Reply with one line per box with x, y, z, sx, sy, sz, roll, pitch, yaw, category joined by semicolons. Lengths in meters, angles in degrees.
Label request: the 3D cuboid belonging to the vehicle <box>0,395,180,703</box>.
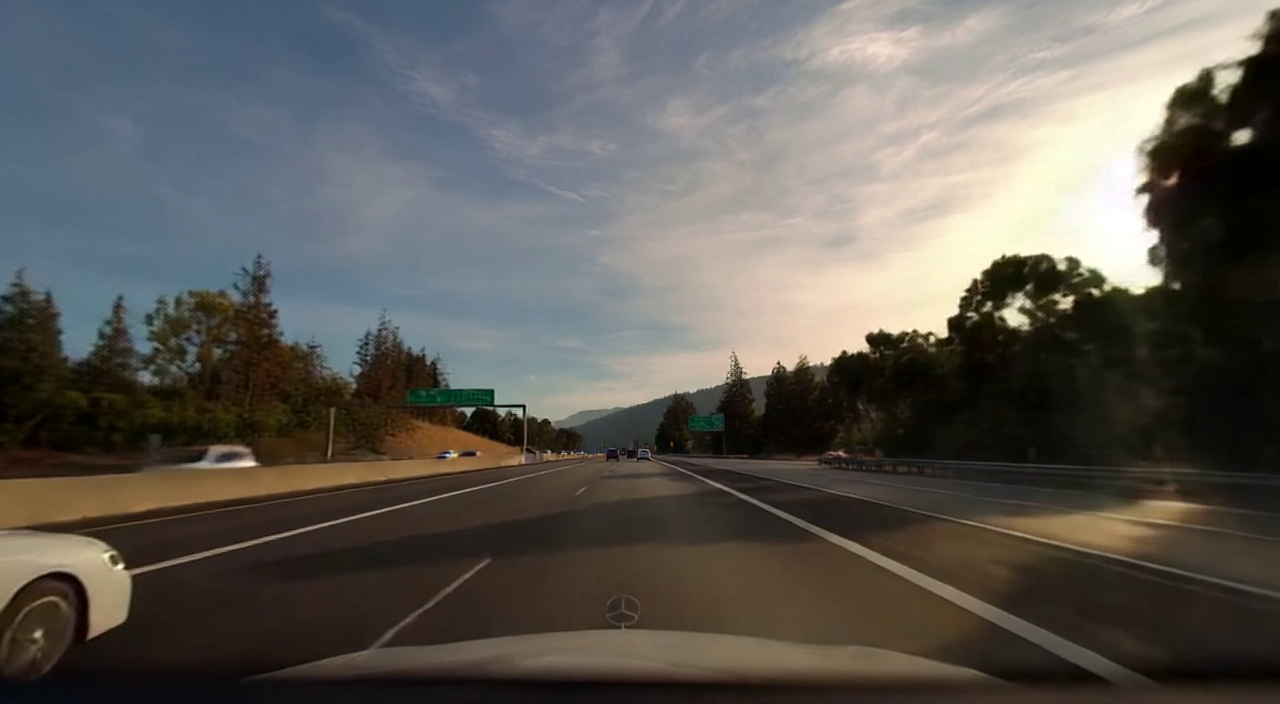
-4.078;0.855;2.012;1.988;1.585;4.215;0;-9;0;vehicle

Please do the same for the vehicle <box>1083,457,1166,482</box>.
36.708;8.878;47.888;4.726;1.766;1.973;-8;-12;41;vehicle

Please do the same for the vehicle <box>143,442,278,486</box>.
-16.221;4.249;24.197;2.033;1.526;4.528;0;-9;0;vehicle
